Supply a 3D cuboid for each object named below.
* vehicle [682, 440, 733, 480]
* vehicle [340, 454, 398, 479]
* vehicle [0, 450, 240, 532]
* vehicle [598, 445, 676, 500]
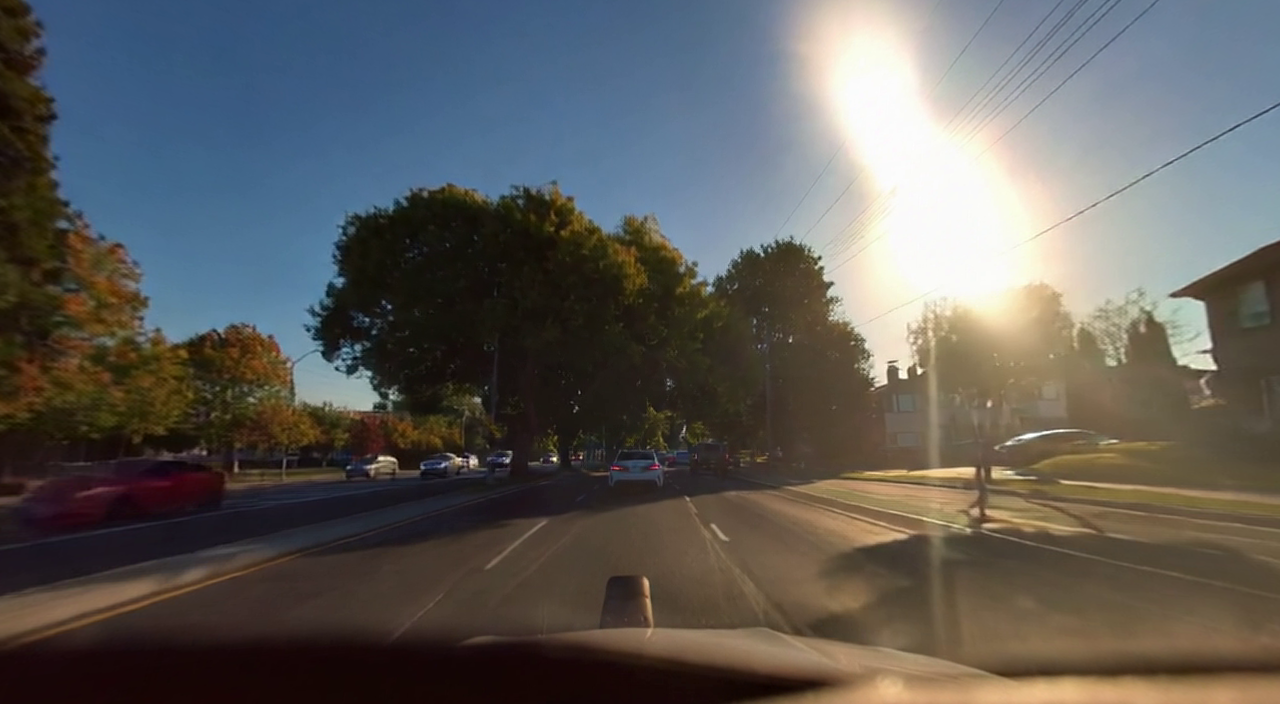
[{"bbox_3d":[3.327,5.387,31.779,2.073,1.822,4.276,0,-8,0],"label":"vehicle"},{"bbox_3d":[-18.192,7.687,42.570,1.928,1.491,4.316,-1,-8,1],"label":"vehicle"},{"bbox_3d":[-11.553,2.999,14.261,1.917,1.488,4.611,-1,-8,1],"label":"vehicle"},{"bbox_3d":[-0.085,3.627,19.379,2.140,1.474,4.026,0,-8,0],"label":"vehicle"}]
